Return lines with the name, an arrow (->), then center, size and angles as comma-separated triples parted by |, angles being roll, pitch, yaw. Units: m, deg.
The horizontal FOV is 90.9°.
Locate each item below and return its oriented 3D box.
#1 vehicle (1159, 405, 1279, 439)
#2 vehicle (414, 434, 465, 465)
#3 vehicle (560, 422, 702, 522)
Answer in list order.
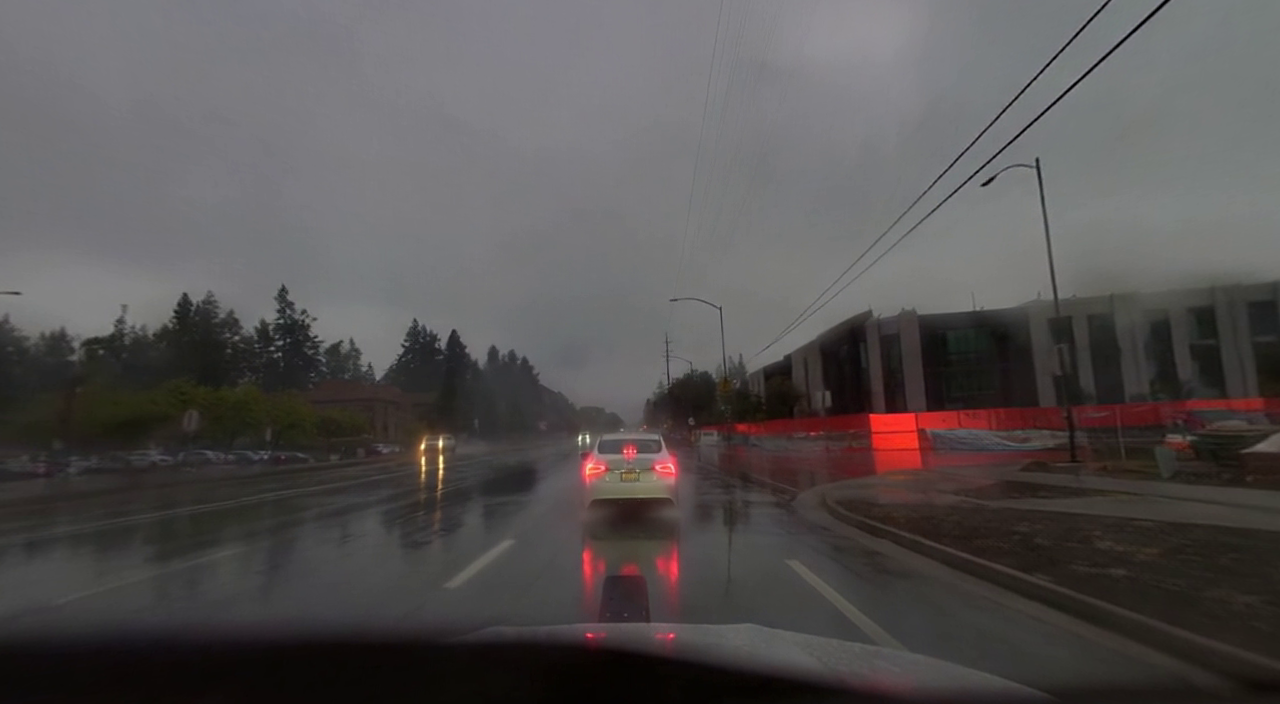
vehicle -> 27.739, 3.347, 29.883 | 4.455, 1.494, 1.926 | 0, -9, 0
vehicle -> -10.436, 5.044, 32.629 | 2.072, 1.465, 4.394 | 3, -9, -22
vehicle -> -0.123, 2.095, 11.488 | 2.112, 1.482, 4.076 | 0, -8, 0
